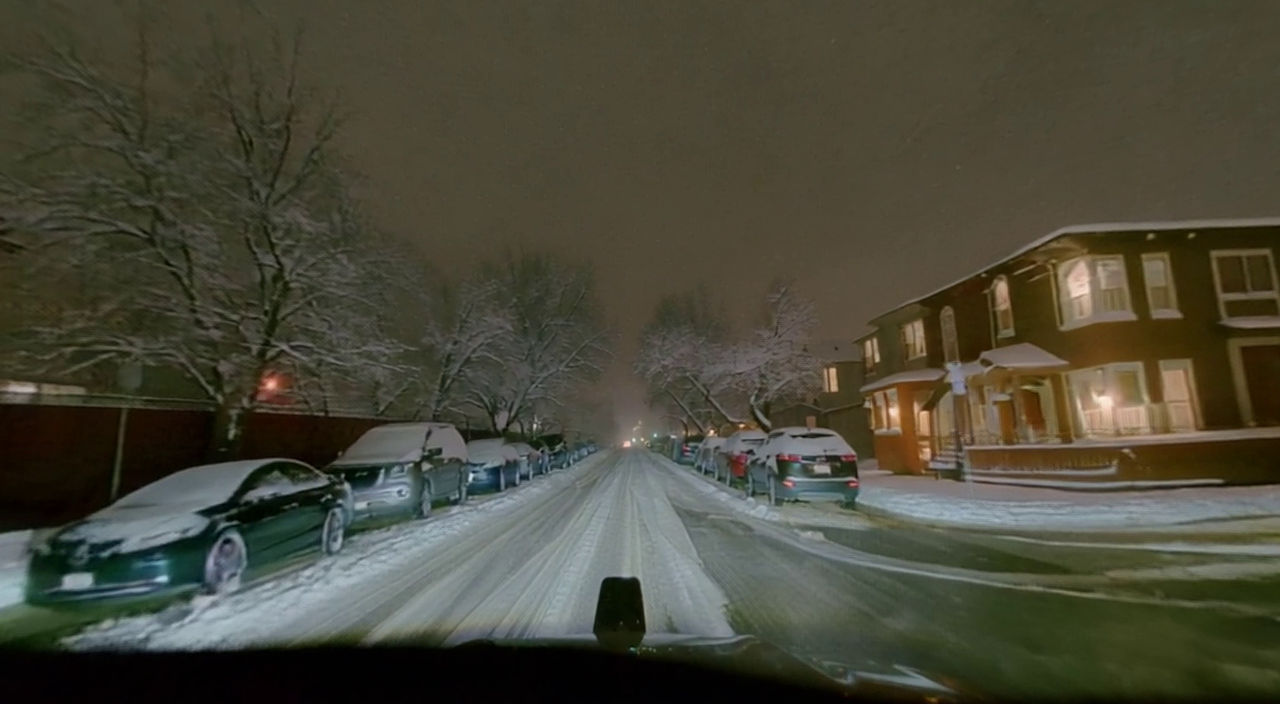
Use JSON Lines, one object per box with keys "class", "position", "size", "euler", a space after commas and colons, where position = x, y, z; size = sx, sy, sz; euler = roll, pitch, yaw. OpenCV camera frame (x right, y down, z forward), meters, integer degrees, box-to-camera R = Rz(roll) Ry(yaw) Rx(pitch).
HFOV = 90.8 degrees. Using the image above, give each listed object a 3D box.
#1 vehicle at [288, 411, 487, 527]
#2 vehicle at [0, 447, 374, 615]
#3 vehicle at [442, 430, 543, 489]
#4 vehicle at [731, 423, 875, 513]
{"class": "vehicle", "position": [-5.294, 2.538, 14.367], "size": [2.390, 2.123, 5.371], "euler": [0, -8, -1]}
{"class": "vehicle", "position": [-5.285, 1.964, 8.035], "size": [1.858, 1.456, 4.587], "euler": [0, -8, -1]}
{"class": "vehicle", "position": [-5.305, 3.958, 23.669], "size": [2.683, 1.923, 5.421], "euler": [0, -8, -3]}
{"class": "vehicle", "position": [3.496, 2.588, 14.584], "size": [1.994, 1.710, 4.699], "euler": [0, -8, -1]}
